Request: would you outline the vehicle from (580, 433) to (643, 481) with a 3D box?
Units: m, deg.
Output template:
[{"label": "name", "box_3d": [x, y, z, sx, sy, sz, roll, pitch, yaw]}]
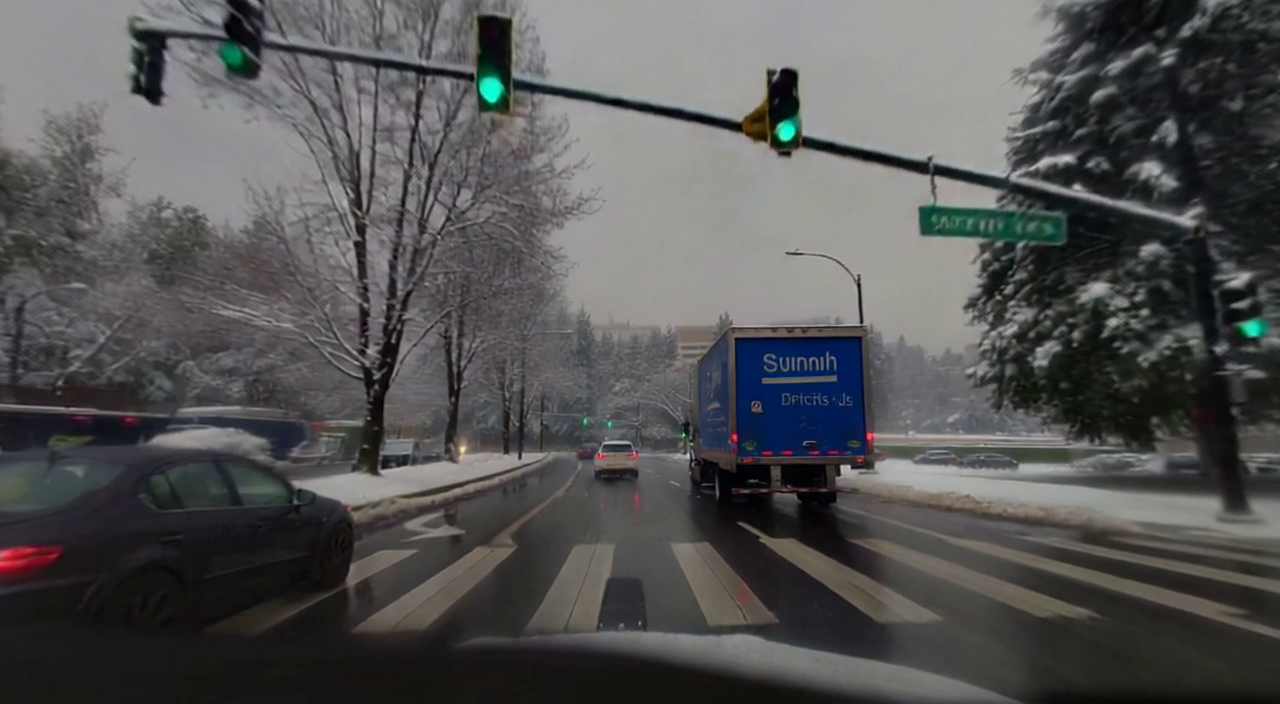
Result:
[{"label": "vehicle", "box_3d": [-1.226, 4.312, 26.058, 2.388, 1.811, 4.455, 0, -8, -4]}]

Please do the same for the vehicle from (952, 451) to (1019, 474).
[{"label": "vehicle", "box_3d": [24.591, 7.843, 44.670, 4.391, 1.492, 1.972, 4, -10, -28]}]

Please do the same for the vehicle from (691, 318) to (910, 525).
[{"label": "vehicle", "box_3d": [3.151, 1.797, 15.308, 2.905, 3.644, 8.441, 0, -8, -1]}]

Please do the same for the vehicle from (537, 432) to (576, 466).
[{"label": "vehicle", "box_3d": [-5.721, 6.752, 43.742, 2.269, 2.181, 5.787, 0, -8, -3]}]

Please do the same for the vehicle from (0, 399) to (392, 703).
[{"label": "vehicle", "box_3d": [-3.739, 1.289, 4.855, 1.828, 1.515, 4.422, 0, -8, 0]}]
